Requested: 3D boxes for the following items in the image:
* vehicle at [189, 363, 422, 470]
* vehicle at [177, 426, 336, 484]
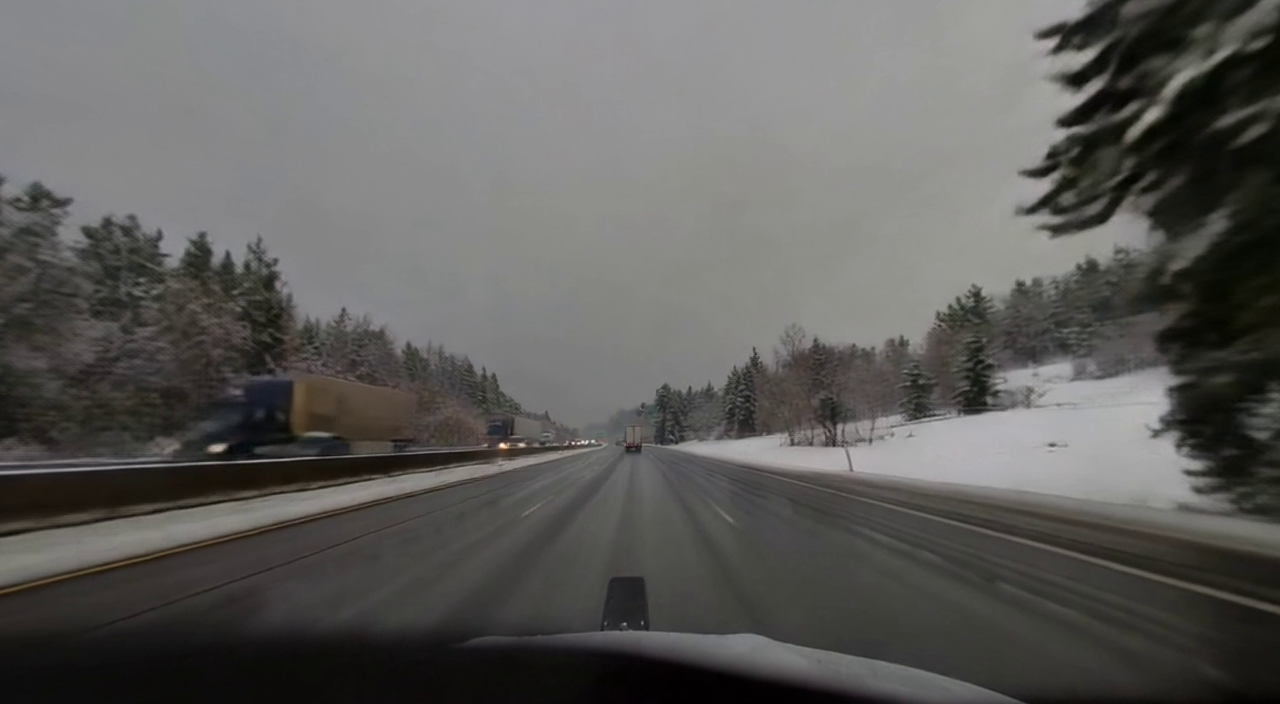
[{"bbox_3d":[-16.006,3.700,33.093,2.997,4.179,16.997,0,-8,0],"label":"vehicle"},{"bbox_3d":[-11.311,3.061,19.048,1.948,1.519,4.592,0,-8,0],"label":"vehicle"}]
